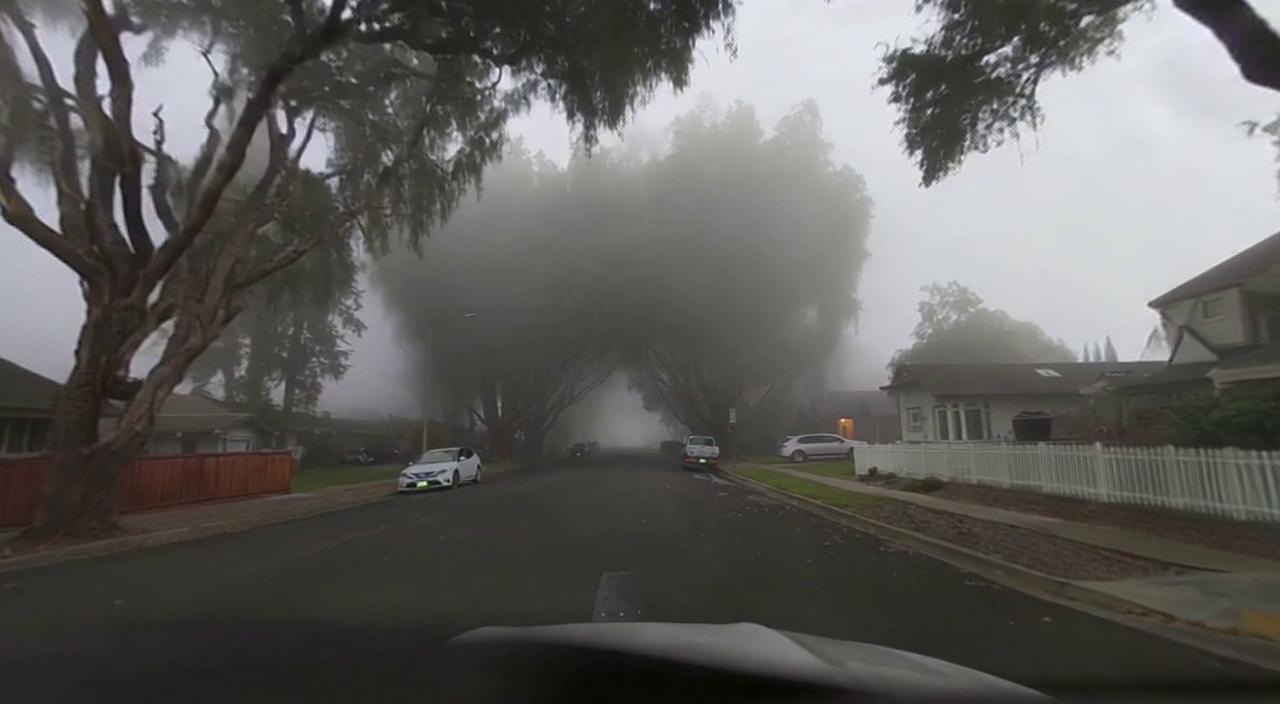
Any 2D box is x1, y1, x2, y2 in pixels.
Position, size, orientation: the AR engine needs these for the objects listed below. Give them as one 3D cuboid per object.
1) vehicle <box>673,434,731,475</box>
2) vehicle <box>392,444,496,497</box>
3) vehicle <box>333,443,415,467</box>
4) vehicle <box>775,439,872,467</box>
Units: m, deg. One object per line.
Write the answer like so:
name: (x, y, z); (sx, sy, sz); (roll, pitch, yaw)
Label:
vehicle: (3.017, 5.138, 31.938); (2.241, 1.875, 5.059); (0, -8, -2)
vehicle: (-6.510, 3.939, 21.551); (2.099, 1.399, 4.357); (-4, -7, 1)
vehicle: (-16.410, 6.355, 39.074); (4.276, 1.463, 1.832); (-1, -8, 6)
vehicle: (10.212, 5.684, 35.515); (5.041, 1.486, 1.969); (-2, -8, 11)
